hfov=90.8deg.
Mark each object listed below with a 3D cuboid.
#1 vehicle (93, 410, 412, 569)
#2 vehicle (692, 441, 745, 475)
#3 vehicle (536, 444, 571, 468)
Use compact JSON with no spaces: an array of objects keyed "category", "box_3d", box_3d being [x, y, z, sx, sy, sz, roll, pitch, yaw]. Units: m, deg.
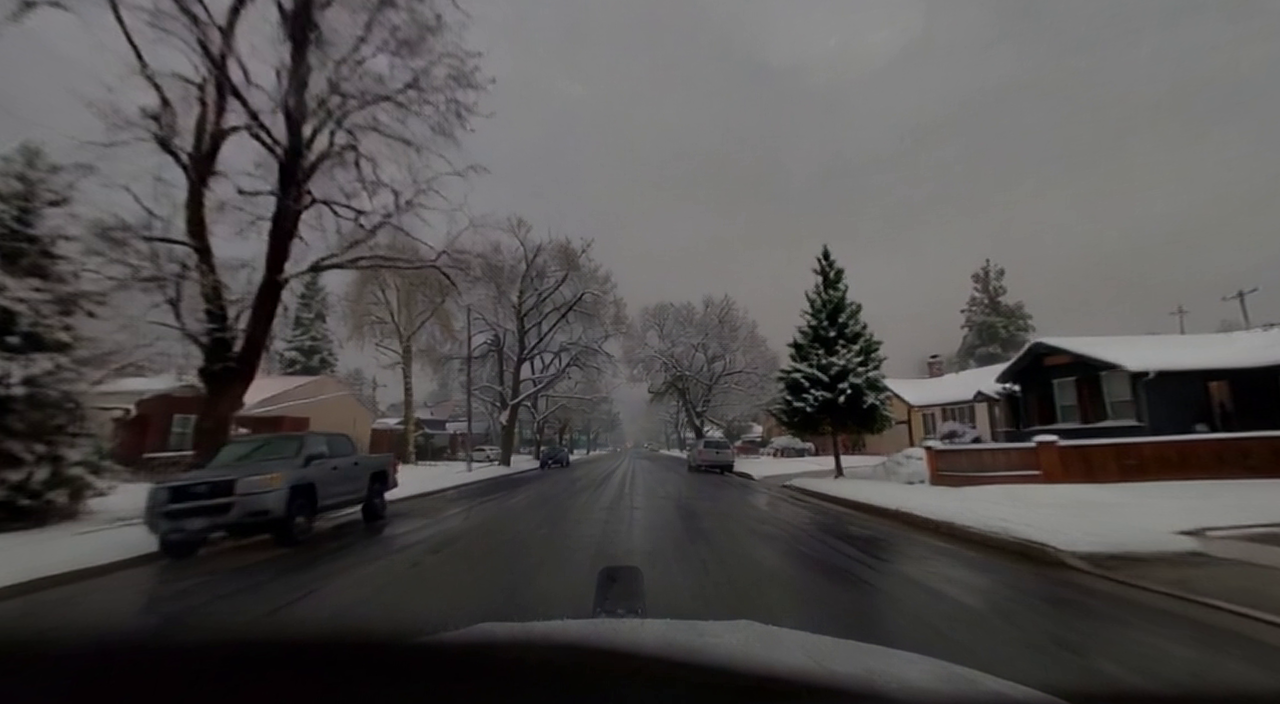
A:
[{"category":"vehicle","box_3d":[-5.796,2.096,10.556,2.341,1.942,5.044,-1,-8,-3]},{"category":"vehicle","box_3d":[3.844,5.275,31.728,1.996,1.585,4.371,0,-8,-1]},{"category":"vehicle","box_3d":[-6.346,7.687,46.746,1.944,1.621,4.187,-1,-9,1]}]
